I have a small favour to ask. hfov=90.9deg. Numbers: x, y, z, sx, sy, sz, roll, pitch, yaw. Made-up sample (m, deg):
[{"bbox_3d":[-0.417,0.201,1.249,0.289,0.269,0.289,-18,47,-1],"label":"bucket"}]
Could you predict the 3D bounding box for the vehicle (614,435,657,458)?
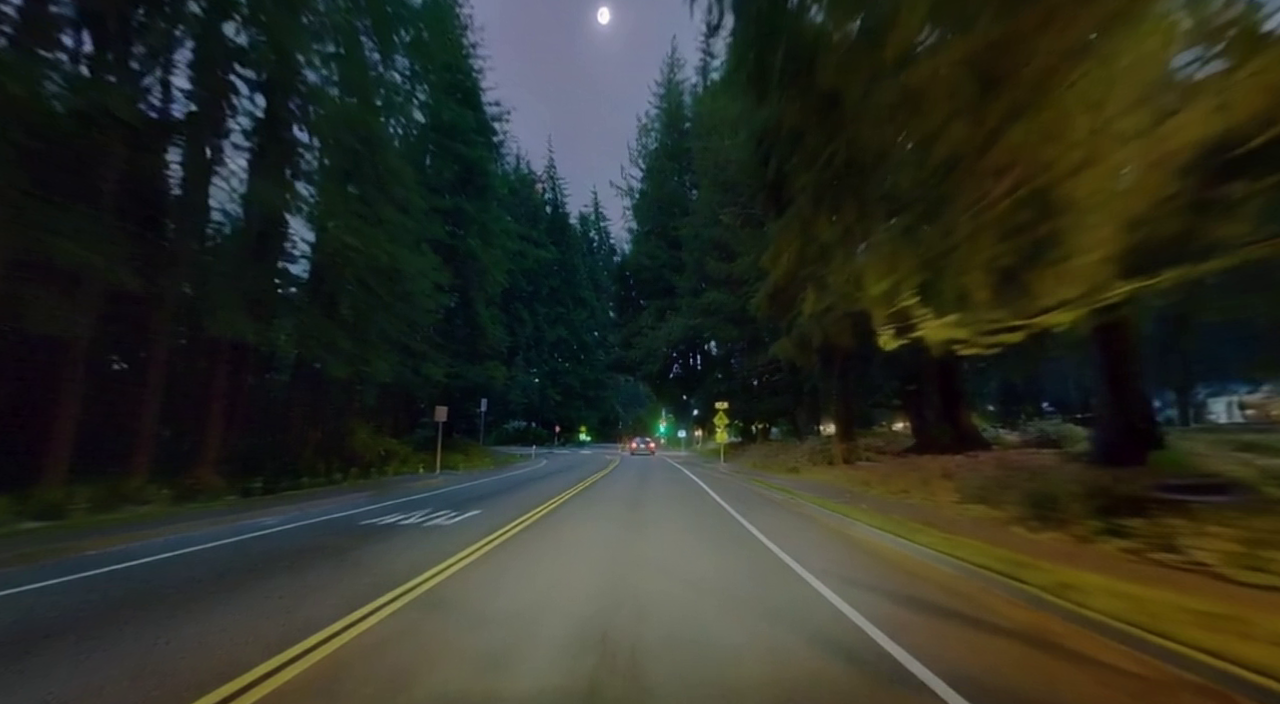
[{"bbox_3d":[-0.369,6.562,43.872,1.861,1.511,4.237,2,-9,-17],"label":"vehicle"}]
